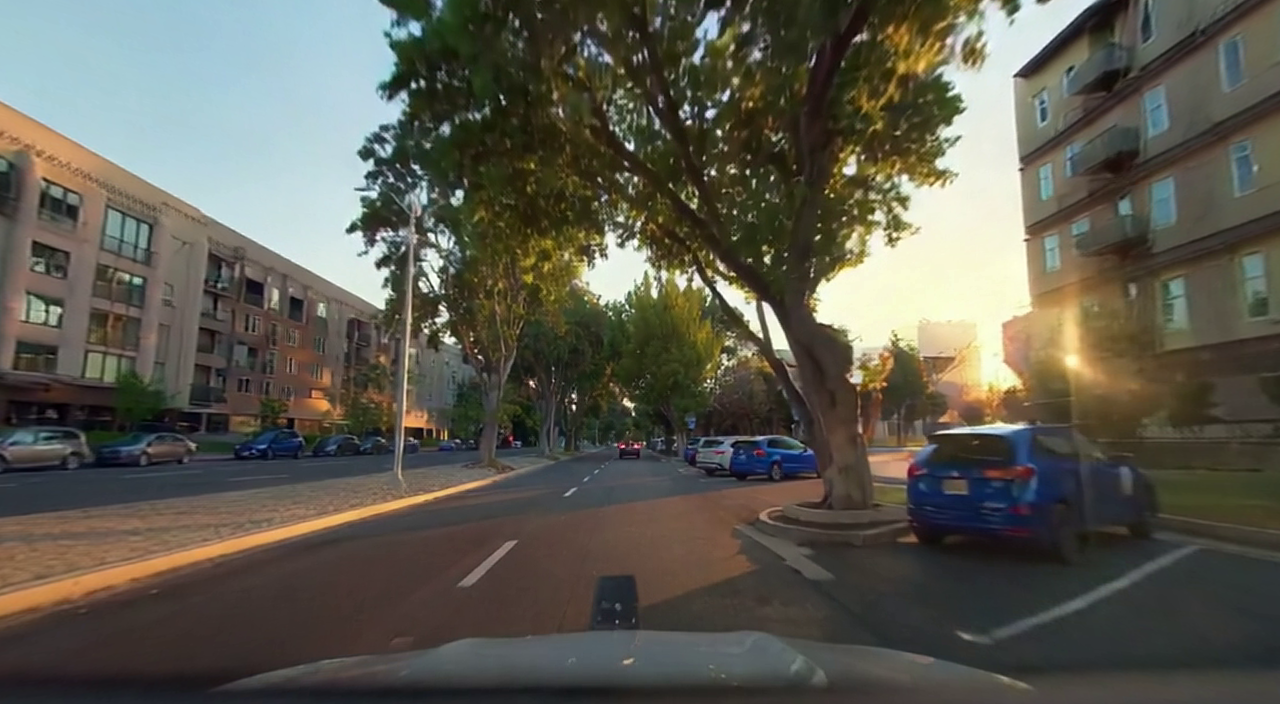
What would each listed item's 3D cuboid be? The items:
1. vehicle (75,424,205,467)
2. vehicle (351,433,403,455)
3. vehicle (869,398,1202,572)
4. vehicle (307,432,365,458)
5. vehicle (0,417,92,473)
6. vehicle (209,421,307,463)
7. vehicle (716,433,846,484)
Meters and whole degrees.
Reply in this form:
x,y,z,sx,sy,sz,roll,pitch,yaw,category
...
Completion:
x,y,z,sx,sy,sz,roll,pitch,yaw,category
-19.057,3.591,24.243,1.822,1.506,3.809,-1,-8,1,vehicle
-19.059,6.722,45.816,1.811,1.502,4.639,0,-8,-1,vehicle
5.000,1.507,7.859,3.995,1.604,1.973,5,-10,-34,vehicle
-19.097,5.855,39.703,1.807,1.501,4.134,0,-8,-3,vehicle
-19.023,2.810,19.003,1.729,1.566,3.462,-1,-8,1,vehicle
-19.055,4.517,31.682,1.972,1.839,4.553,3,-8,1,vehicle
4.683,3.435,20.686,4.047,1.497,1.898,5,-10,-35,vehicle
